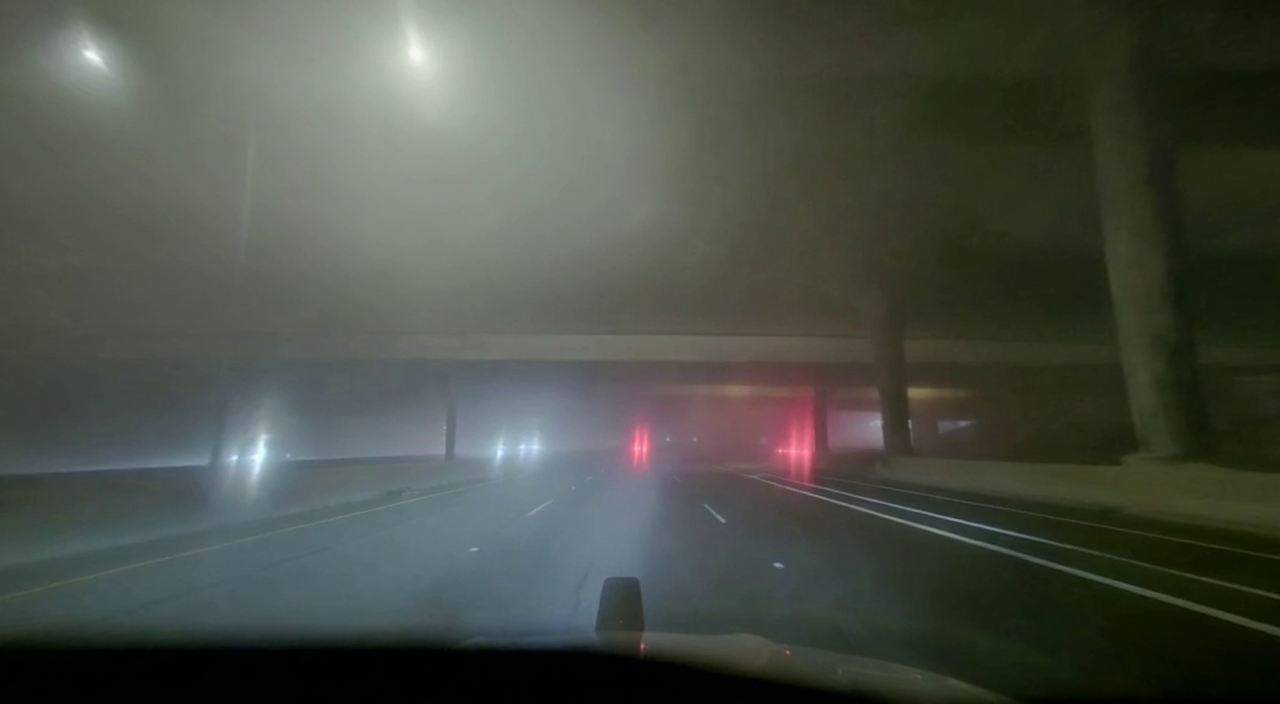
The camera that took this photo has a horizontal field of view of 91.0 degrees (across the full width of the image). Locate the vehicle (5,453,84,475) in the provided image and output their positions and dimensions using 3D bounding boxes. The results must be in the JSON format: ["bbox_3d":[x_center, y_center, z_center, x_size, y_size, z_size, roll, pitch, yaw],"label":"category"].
[{"bbox_3d":[-44.770,8.401,47.483,1.746,1.521,4.178,0,-8,3],"label":"vehicle"}]

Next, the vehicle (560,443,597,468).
[{"bbox_3d":[-3.907,6.714,40.870,1.954,1.528,4.010,0,-9,0],"label":"vehicle"}]

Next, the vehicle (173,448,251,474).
[{"bbox_3d":[-29.350,7.488,43.358,1.874,1.625,4.917,1,-8,0],"label":"vehicle"}]
